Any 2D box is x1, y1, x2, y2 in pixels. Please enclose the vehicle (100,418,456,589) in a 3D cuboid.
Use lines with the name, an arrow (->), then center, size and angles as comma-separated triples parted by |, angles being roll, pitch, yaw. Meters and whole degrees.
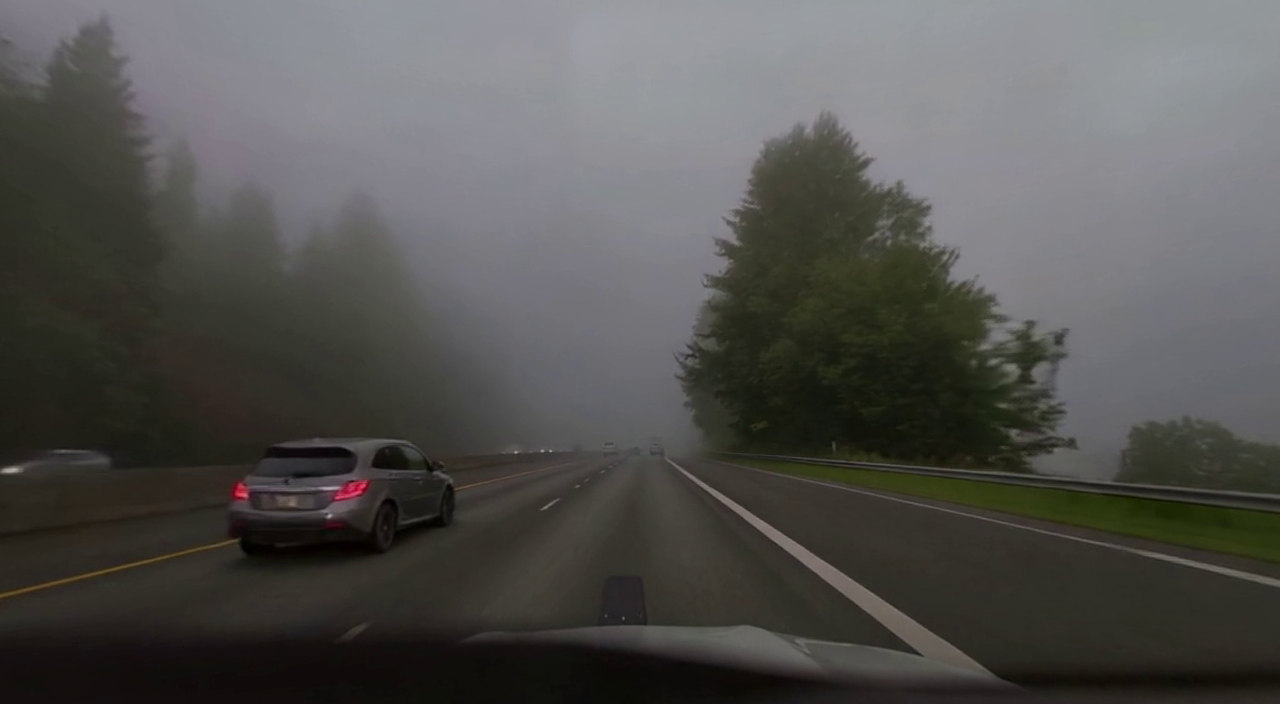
vehicle -> -3.938, 1.710, 7.892 | 1.936, 1.545, 4.116 | 0, -9, 1
